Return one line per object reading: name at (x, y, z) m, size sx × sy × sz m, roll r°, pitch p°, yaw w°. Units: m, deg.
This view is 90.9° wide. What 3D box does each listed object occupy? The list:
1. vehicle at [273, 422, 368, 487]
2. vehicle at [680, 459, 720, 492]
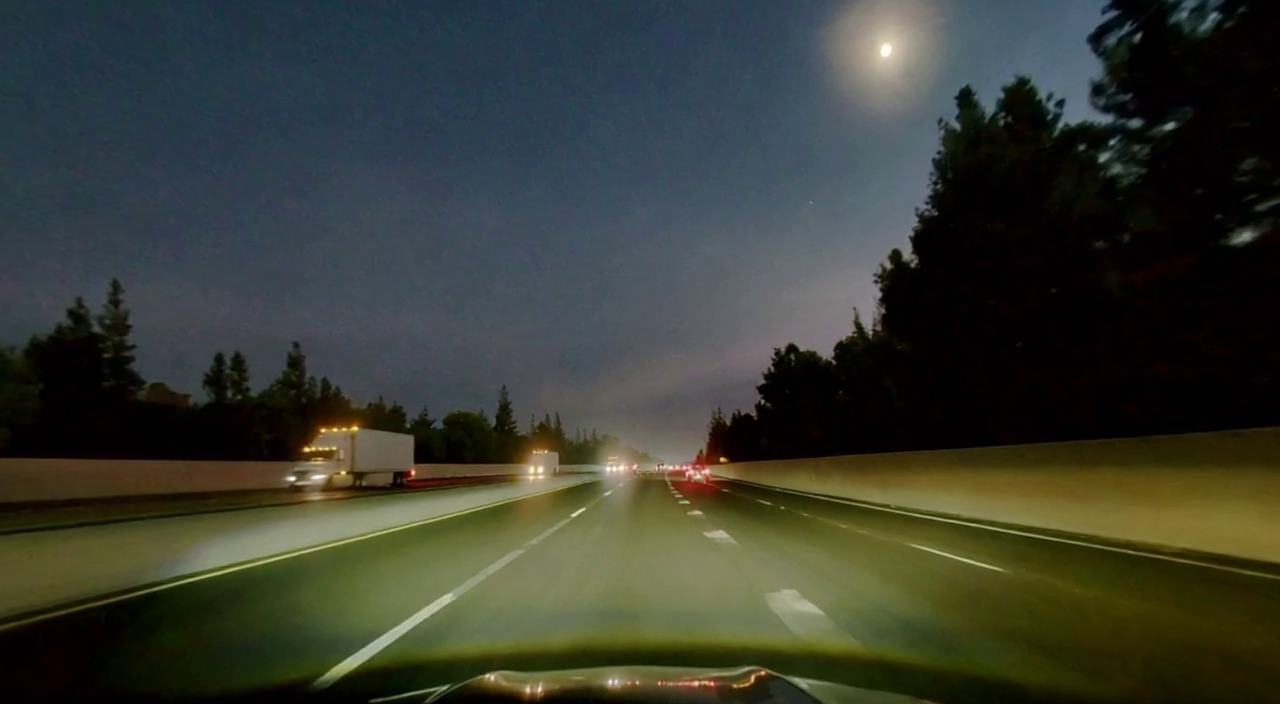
vehicle at (-21.374, 6.973, 42.611) m, size 3.009 × 4.001 × 5.877 m, roll 1°, pitch -10°, yaw 2°
vehicle at (3.696, 7.777, 39.778) m, size 2.093 × 1.933 × 4.623 m, roll 1°, pitch -10°, yaw 0°
